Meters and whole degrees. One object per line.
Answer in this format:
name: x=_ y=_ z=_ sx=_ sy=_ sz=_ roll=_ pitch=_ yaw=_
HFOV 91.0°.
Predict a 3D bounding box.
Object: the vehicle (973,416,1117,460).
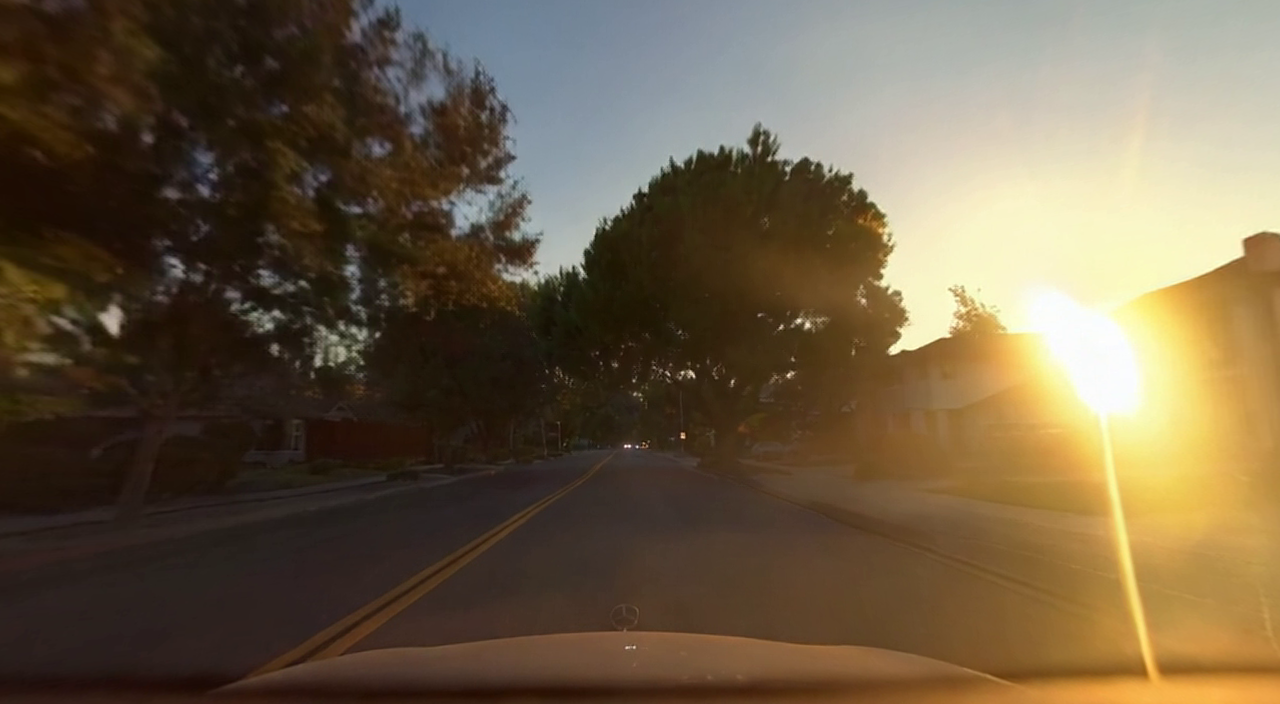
vehicle: x=16.955 y=3.629 z=26.522 sx=4.562 sy=1.736 sz=2.092 roll=0 pitch=-8 yaw=-2
